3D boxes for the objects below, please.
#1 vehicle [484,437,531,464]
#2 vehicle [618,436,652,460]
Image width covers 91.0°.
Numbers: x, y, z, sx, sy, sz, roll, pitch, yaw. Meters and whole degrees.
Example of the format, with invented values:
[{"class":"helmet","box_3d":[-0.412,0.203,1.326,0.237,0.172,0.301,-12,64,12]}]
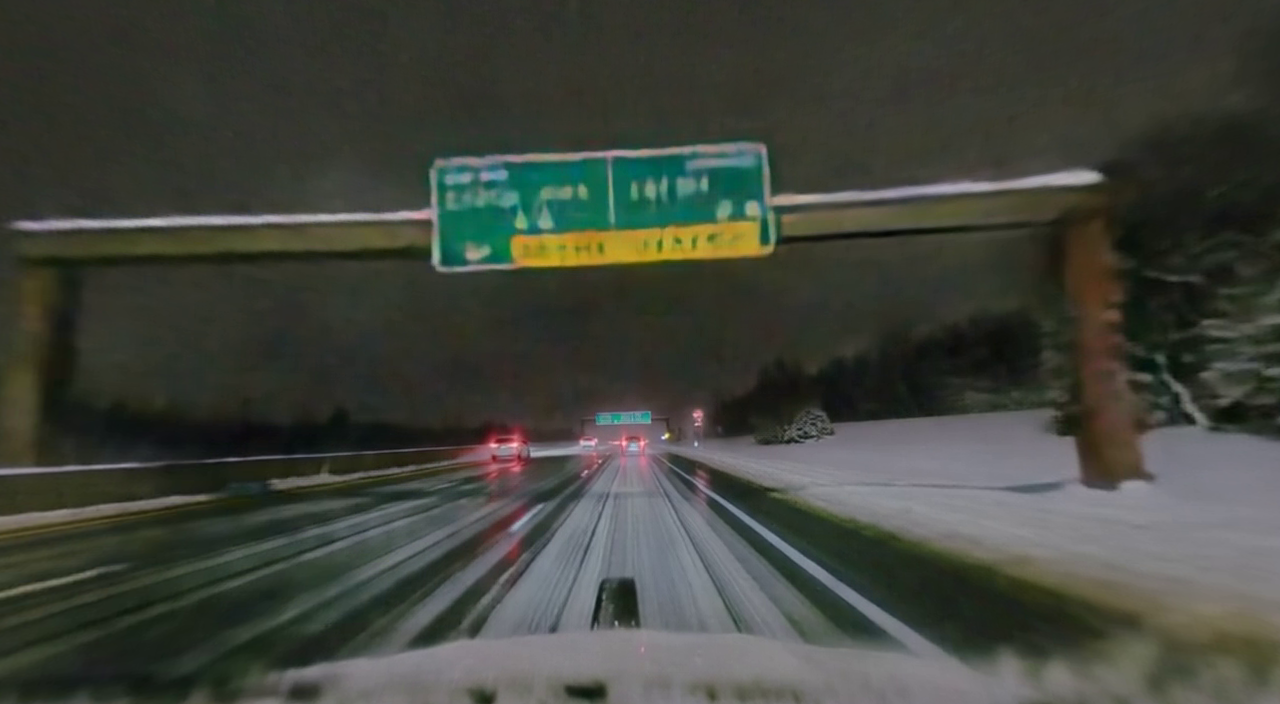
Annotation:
[{"class":"vehicle","box_3d":[-8.044,6.017,38.563,1.939,1.504,4.727,0,-8,-1]},{"class":"vehicle","box_3d":[-0.334,6.008,39.485,2.072,1.440,3.690,0,-8,-1]}]
